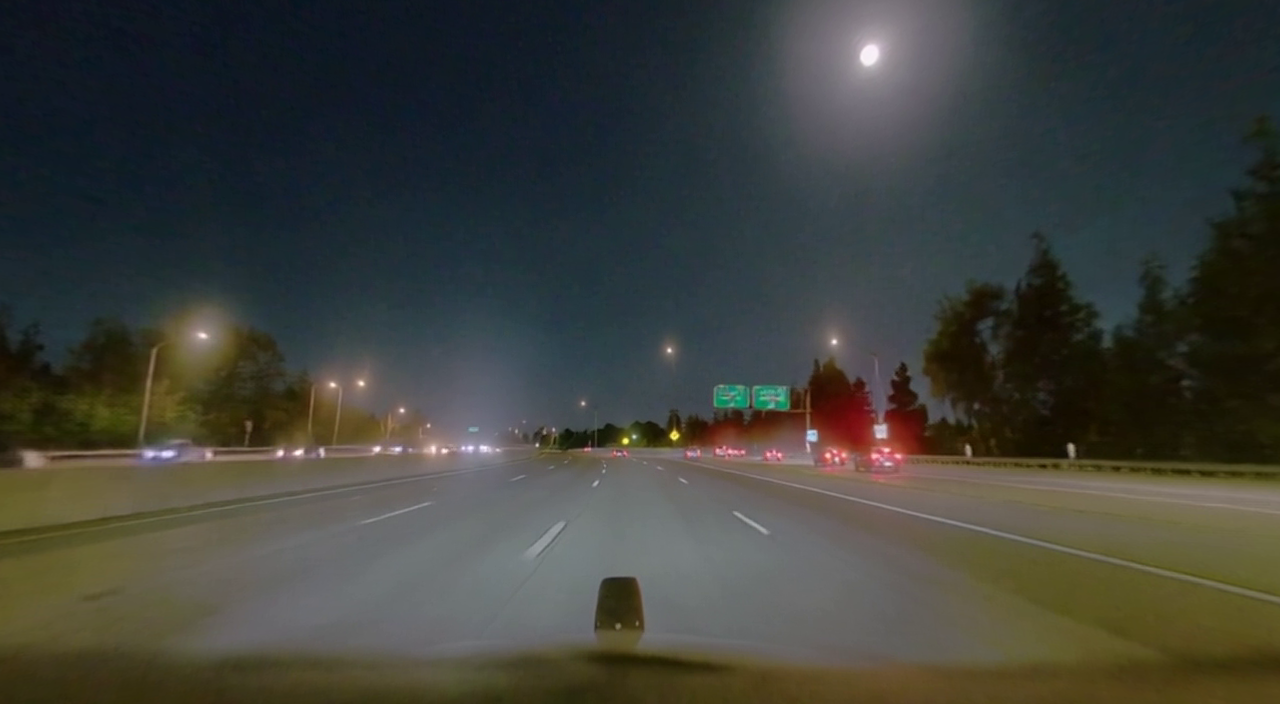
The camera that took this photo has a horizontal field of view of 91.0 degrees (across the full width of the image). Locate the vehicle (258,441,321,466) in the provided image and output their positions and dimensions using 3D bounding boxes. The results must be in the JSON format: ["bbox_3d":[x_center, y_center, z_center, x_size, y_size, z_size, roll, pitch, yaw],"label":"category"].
[{"bbox_3d":[-25.400,7.380,45.828,1.947,1.673,4.711,1,-9,-2],"label":"vehicle"}]

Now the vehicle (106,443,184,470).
[{"bbox_3d":[-32.946,6.970,42.077,1.862,1.643,4.426,1,-9,-5],"label":"vehicle"}]

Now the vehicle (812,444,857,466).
[{"bbox_3d":[14.914,7.954,48.587,1.955,1.607,4.232,1,-9,-2],"label":"vehicle"}]
